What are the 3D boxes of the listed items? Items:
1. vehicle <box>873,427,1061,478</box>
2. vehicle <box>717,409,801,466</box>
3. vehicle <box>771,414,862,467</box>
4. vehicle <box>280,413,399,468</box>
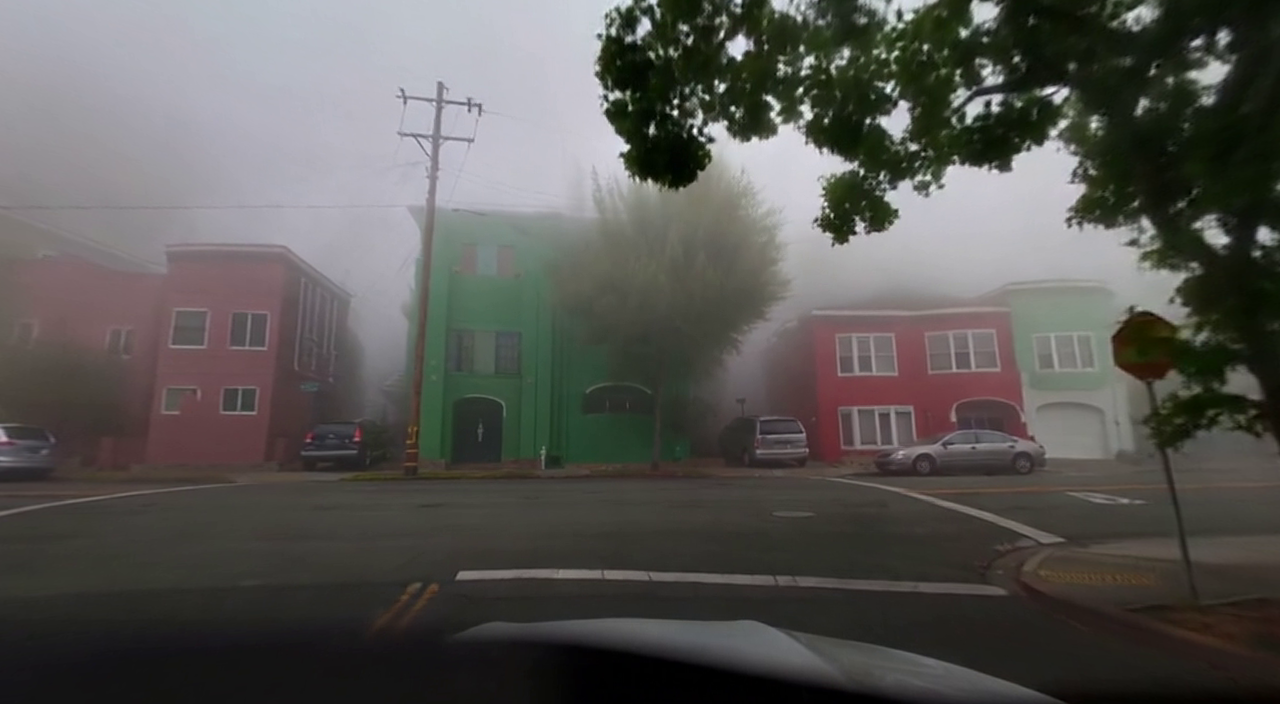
[{"bbox_3d":[9.933,3.092,19.426,4.644,1.482,1.997,0,-9,0],"label":"vehicle"},{"bbox_3d":[4.266,3.114,23.312,2.081,1.891,4.367,0,-6,-2],"label":"vehicle"},{"bbox_3d":[6.446,3.287,23.471,2.053,1.756,4.034,0,-8,-2],"label":"vehicle"},{"bbox_3d":[-10.578,3.204,22.638,2.091,1.760,4.760,0,-9,-2],"label":"vehicle"}]
